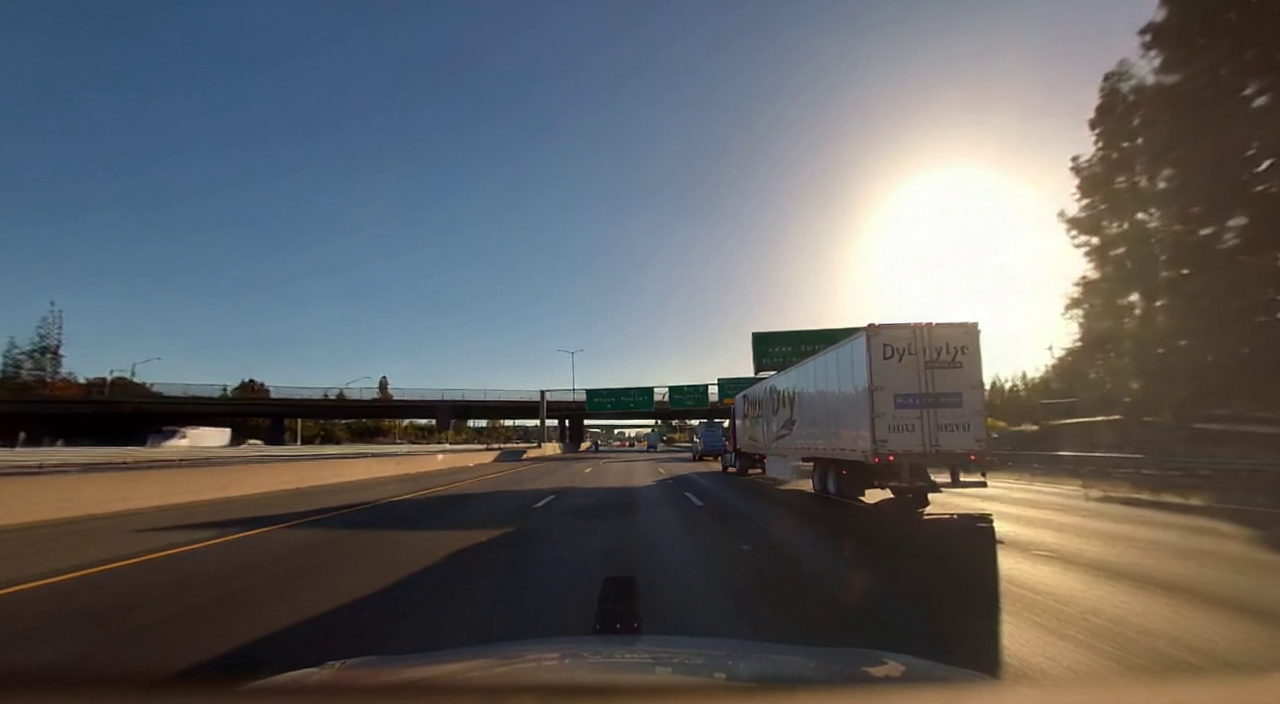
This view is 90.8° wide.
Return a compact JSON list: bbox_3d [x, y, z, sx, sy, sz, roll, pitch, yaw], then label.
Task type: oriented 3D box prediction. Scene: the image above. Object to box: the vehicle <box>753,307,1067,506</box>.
[{"bbox_3d":[6.756,2.207,20.613,2.962,3.947,16.241,0,-8,-1],"label":"vehicle"}]
